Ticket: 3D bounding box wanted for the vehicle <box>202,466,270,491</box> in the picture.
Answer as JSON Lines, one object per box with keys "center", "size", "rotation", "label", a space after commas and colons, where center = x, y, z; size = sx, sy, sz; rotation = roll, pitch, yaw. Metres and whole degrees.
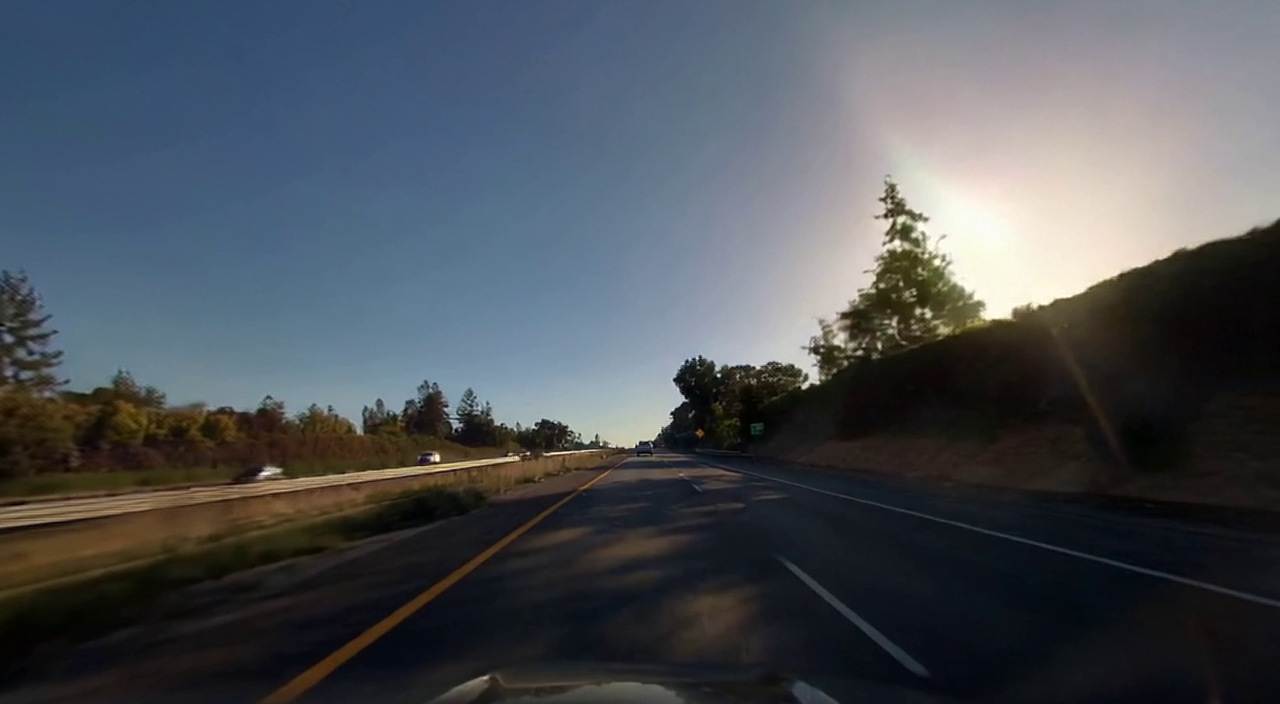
{"center": [-28.915, 9.043, 45.281], "size": [1.815, 1.479, 4.533], "rotation": [0, -8, 1], "label": "vehicle"}
